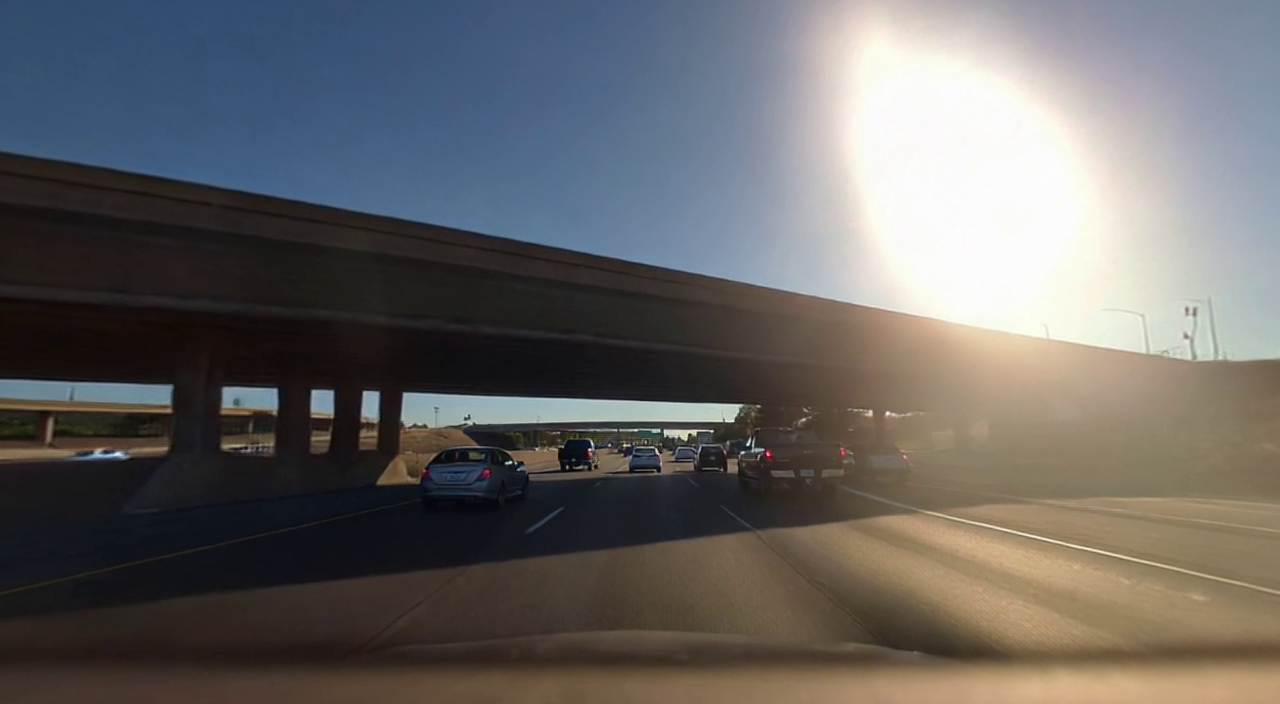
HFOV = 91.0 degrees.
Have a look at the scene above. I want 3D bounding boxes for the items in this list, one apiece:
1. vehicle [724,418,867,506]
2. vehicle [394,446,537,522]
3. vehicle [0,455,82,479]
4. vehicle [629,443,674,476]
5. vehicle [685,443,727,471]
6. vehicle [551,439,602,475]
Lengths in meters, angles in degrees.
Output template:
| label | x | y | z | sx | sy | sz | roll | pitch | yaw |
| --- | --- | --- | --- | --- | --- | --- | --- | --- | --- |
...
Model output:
| label | x | y | z | sx | sy | sz | roll | pitch | yaw |
| --- | --- | --- | --- | --- | --- | --- | --- | --- | --- |
| vehicle | 3.832 | 2.861 | 16.820 | 2.340 | 1.925 | 5.529 | 0 | -9 | -1 |
| vehicle | -3.681 | 2.842 | 14.179 | 1.947 | 1.424 | 4.264 | 0 | -9 | 1 |
| vehicle | -42.360 | 8.046 | 44.415 | 1.825 | 1.533 | 4.428 | 0 | -9 | 0 |
| vehicle | 0.582 | 5.452 | 32.254 | 2.147 | 1.572 | 4.094 | 0 | -9 | 0 |
| vehicle | 4.204 | 6.762 | 40.750 | 2.145 | 1.636 | 4.437 | 0 | -9 | -1 |
| vehicle | -3.346 | 5.708 | 34.382 | 2.176 | 1.783 | 4.799 | 0 | -9 | 1 |
